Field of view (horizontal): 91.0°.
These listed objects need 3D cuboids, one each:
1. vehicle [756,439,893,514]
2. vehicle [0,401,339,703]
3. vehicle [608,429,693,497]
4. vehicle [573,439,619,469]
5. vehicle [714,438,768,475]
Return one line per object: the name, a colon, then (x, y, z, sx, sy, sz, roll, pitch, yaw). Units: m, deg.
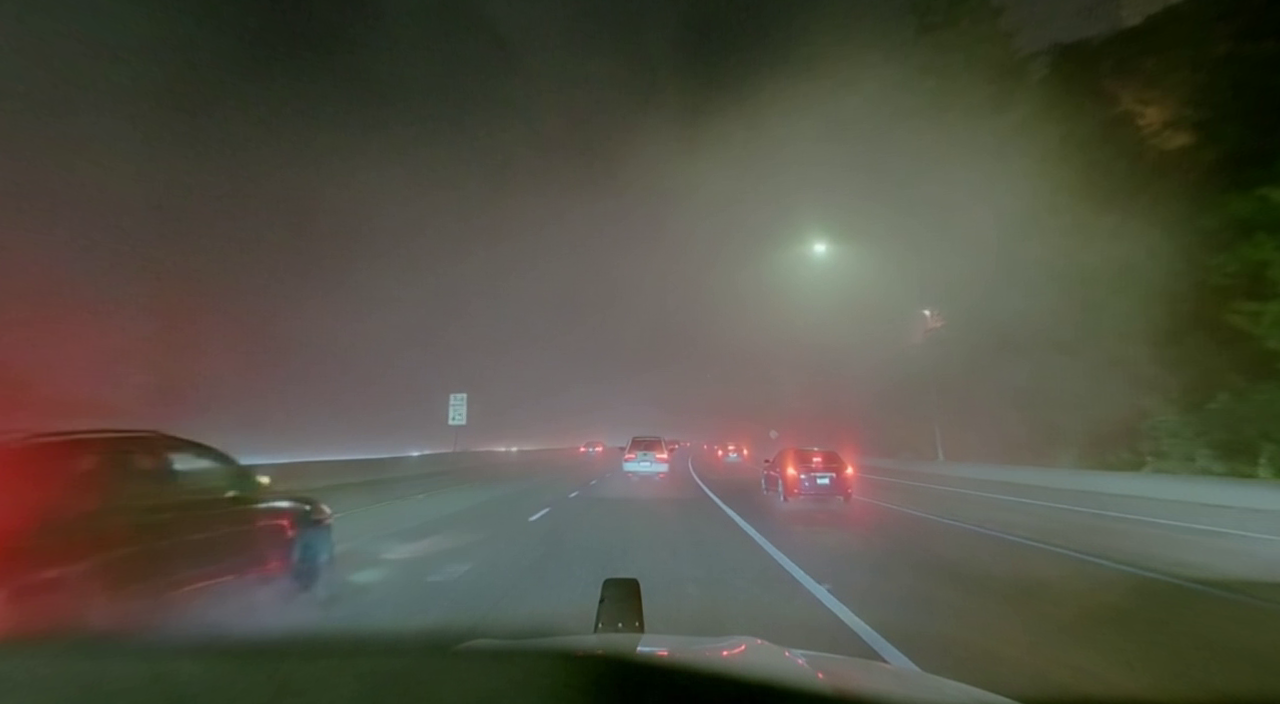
vehicle: (4.180, 2.889, 15.114, 1.999, 1.514, 4.338, 0, -9, 0)
vehicle: (-3.798, 1.086, 3.585, 2.012, 1.495, 4.169, 0, -9, 1)
vehicle: (0.325, 3.171, 18.289, 2.181, 1.728, 3.970, 0, -9, 1)
vehicle: (-2.550, 6.092, 37.627, 2.128, 1.627, 4.697, 0, -9, 4)
vehicle: (4.926, 5.174, 31.354, 2.063, 1.710, 4.591, 0, -9, 2)
